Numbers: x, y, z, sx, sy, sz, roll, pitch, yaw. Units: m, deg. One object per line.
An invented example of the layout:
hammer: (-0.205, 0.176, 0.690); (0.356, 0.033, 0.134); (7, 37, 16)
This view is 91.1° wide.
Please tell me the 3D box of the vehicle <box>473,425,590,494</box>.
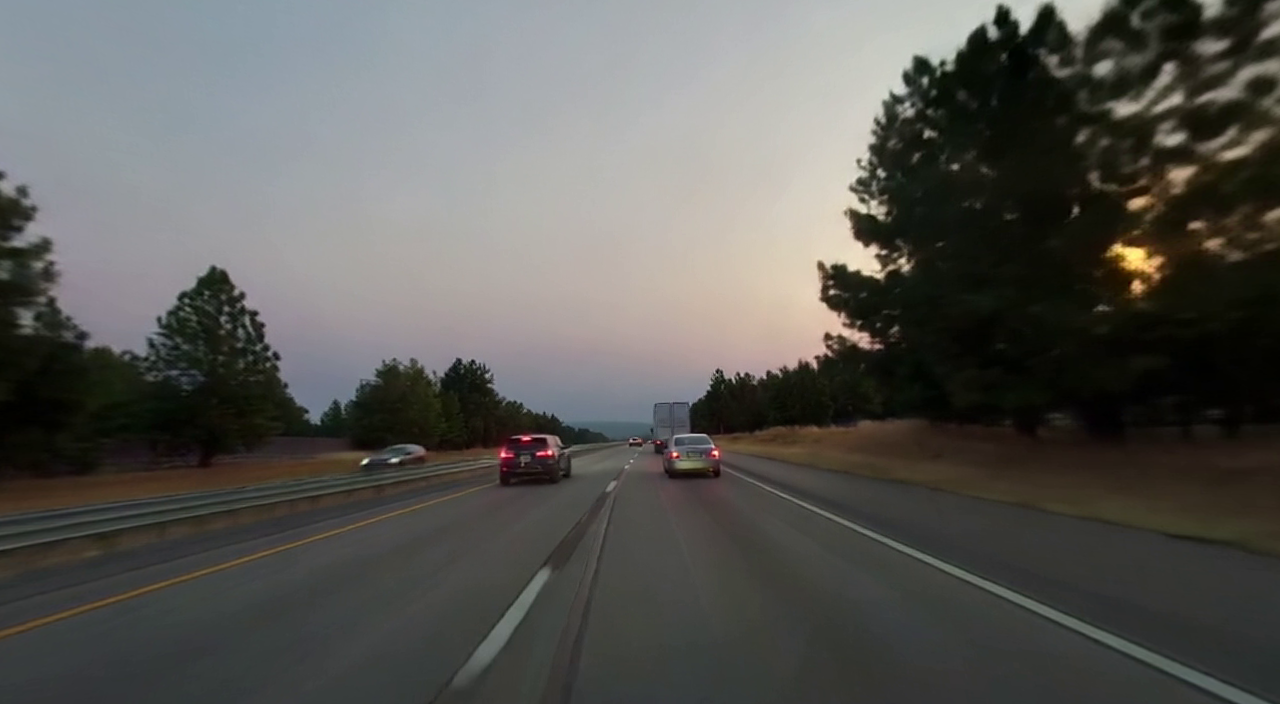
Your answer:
vehicle: (-2.761, 2.863, 17.280); (2.192, 1.623, 4.887); (0, -8, 2)

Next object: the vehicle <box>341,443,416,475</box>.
vehicle: (-13.772, 5.625, 33.413); (1.877, 1.556, 4.663); (0, -8, 2)

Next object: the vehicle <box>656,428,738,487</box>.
vehicle: (1.563, 3.064, 18.735); (2.072, 1.534, 4.300); (0, -8, 1)
